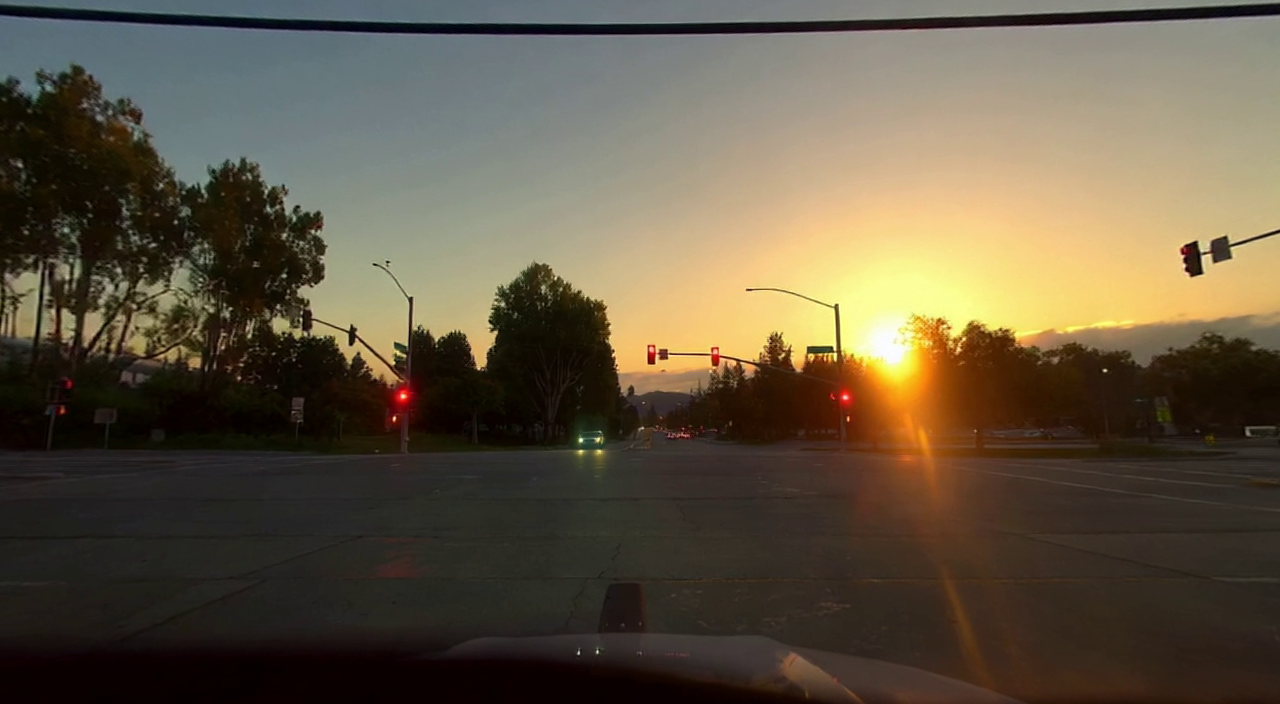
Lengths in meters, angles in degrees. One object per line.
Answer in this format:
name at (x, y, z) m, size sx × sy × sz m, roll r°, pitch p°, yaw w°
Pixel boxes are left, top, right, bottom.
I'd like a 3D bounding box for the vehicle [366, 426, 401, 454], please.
vehicle at (-20.007, 6.867, 48.887) m, size 1.873 × 2.079 × 2.879 m, roll 5°, pitch -10°, yaw -33°
